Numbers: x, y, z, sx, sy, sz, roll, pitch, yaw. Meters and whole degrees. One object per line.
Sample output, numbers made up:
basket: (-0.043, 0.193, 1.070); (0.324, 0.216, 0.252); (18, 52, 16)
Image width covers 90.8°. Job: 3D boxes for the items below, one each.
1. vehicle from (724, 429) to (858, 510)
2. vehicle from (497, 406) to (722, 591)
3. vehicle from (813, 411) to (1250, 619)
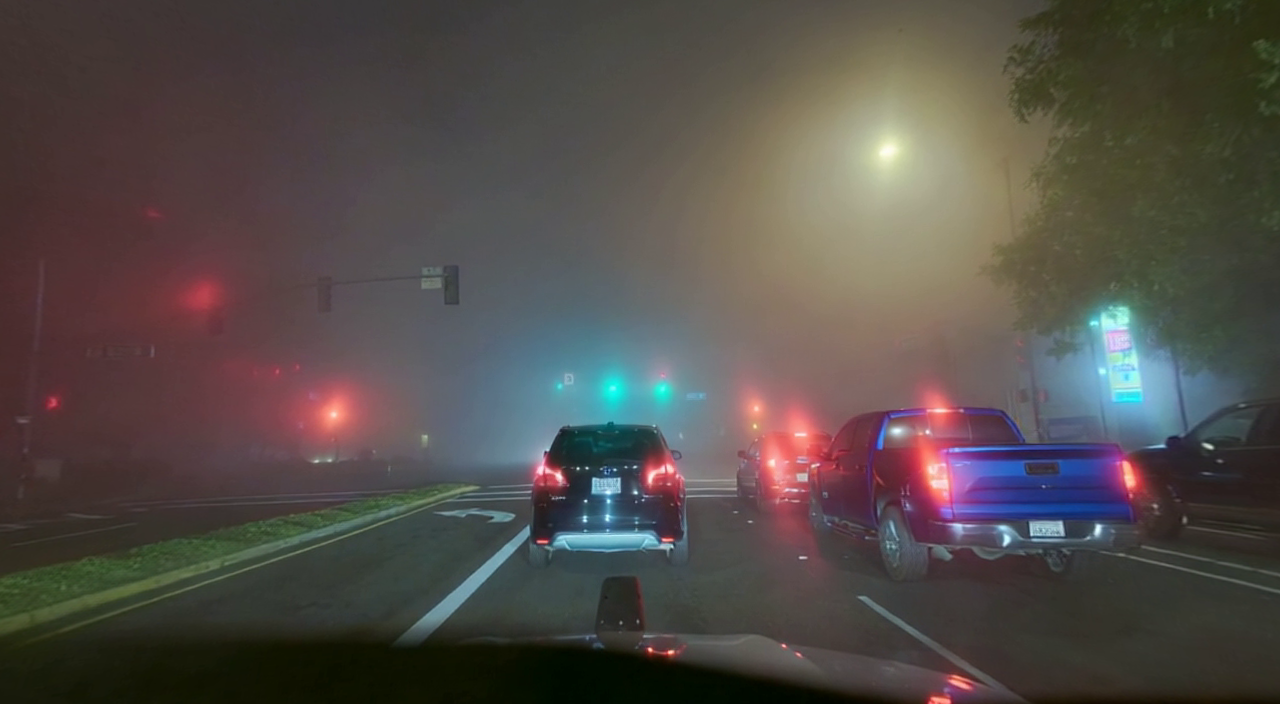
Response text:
vehicle: (3.359, 2.718, 15.057); (2.031, 1.626, 4.264); (0, -8, -1)
vehicle: (-0.273, 1.611, 7.680); (2.037, 1.674, 3.693); (0, -8, 0)
vehicle: (3.602, 1.571, 7.139); (1.955, 1.550, 4.587); (0, -8, -1)
